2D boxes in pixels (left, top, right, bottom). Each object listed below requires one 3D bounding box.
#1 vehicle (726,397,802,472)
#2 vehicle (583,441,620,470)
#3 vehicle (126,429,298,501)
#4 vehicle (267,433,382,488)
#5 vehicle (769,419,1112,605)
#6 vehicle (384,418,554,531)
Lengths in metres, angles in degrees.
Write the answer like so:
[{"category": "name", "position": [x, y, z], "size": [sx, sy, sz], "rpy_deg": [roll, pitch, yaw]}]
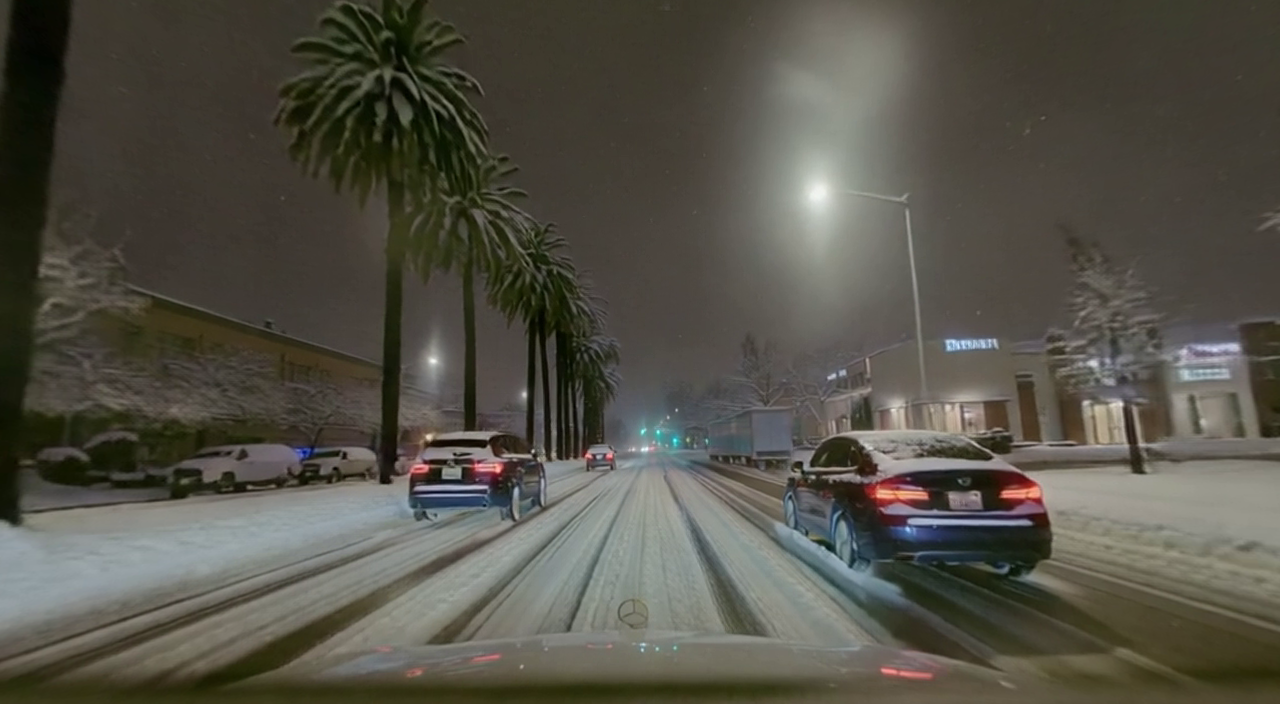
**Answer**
[{"category": "vehicle", "position": [7.240, 5.035, 38.106], "size": [2.902, 3.992, 8.073], "rpy_deg": [0, -8, 0]}, {"category": "vehicle", "position": [-2.402, 6.610, 40.374], "size": [1.998, 1.743, 4.402], "rpy_deg": [0, -8, 1]}, {"category": "vehicle", "position": [-21.659, 5.736, 32.756], "size": [2.989, 3.225, 8.285], "rpy_deg": [0, -8, 0]}, {"category": "vehicle", "position": [-21.439, 7.401, 43.702], "size": [3.030, 3.354, 9.135], "rpy_deg": [0, -8, 2]}, {"category": "vehicle", "position": [2.900, 1.625, 7.319], "size": [1.946, 1.513, 4.133], "rpy_deg": [0, -8, 0]}, {"category": "vehicle", "position": [-3.066, 2.312, 12.440], "size": [2.058, 1.804, 4.391], "rpy_deg": [0, -8, 1]}]
